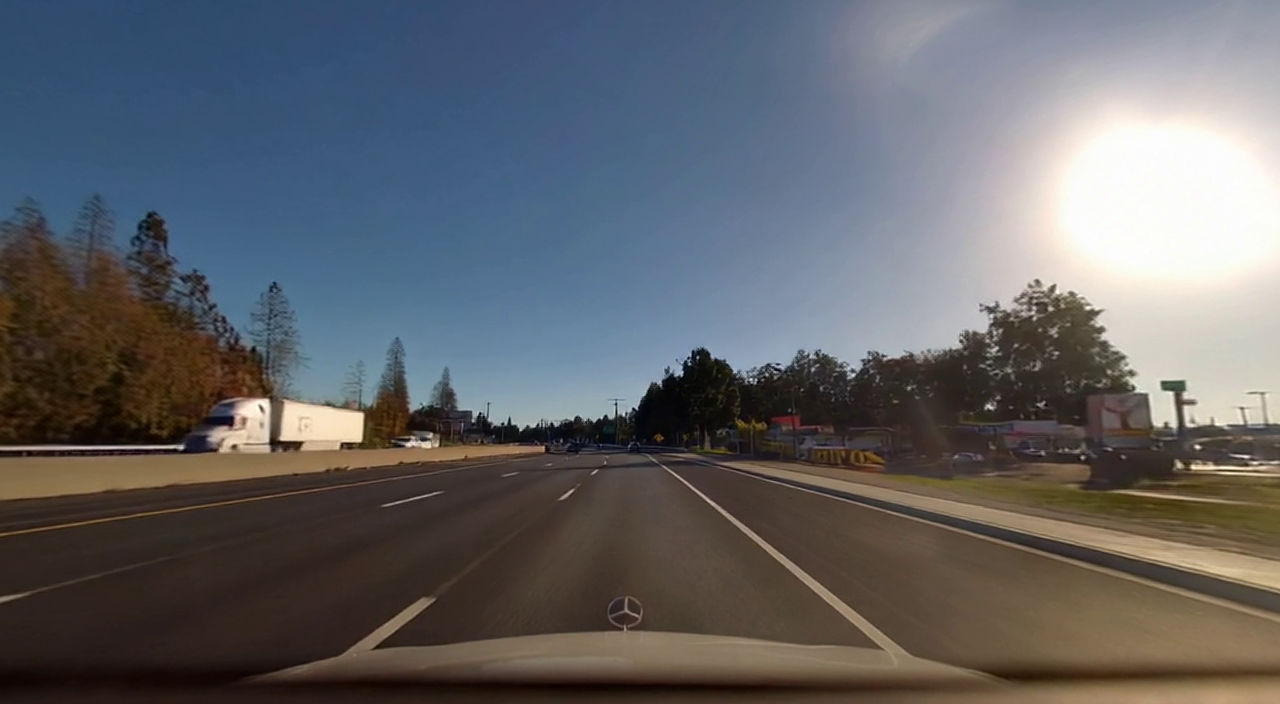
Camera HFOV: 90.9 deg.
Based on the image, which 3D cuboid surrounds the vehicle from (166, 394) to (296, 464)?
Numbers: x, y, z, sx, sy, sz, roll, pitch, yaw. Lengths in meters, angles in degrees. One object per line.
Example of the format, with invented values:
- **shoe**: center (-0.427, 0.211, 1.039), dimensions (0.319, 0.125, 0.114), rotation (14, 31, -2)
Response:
- **vehicle**: center (-25.961, 5.029, 40.723), dimensions (3.010, 4.051, 8.115), rotation (0, -8, -2)
